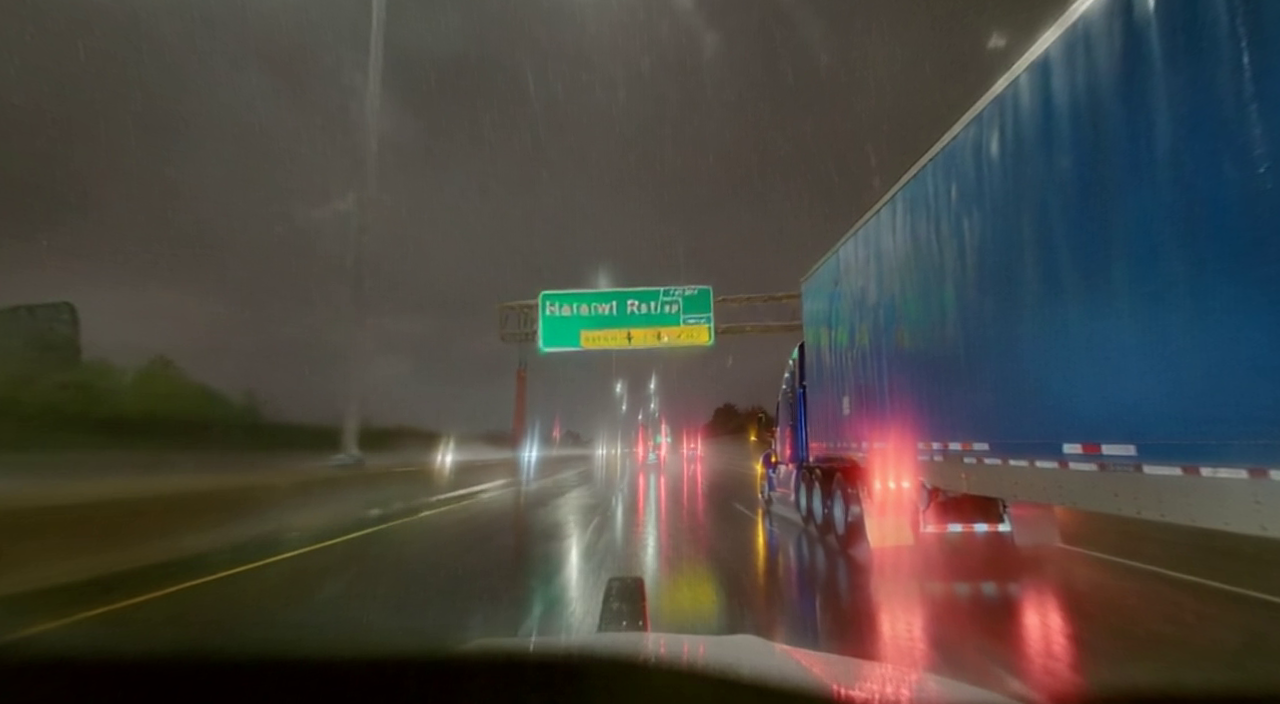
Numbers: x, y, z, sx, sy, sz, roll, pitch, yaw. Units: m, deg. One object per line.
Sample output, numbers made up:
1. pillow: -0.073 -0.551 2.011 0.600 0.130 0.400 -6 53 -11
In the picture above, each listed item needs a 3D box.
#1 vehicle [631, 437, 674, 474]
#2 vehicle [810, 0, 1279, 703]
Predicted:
1. vehicle: 0.676 5.689 34.806 2.205 1.860 4.301 -1 -9 0
2. vehicle: 4.124 -0.500 1.769 3.019 4.145 16.453 -1 -9 1
